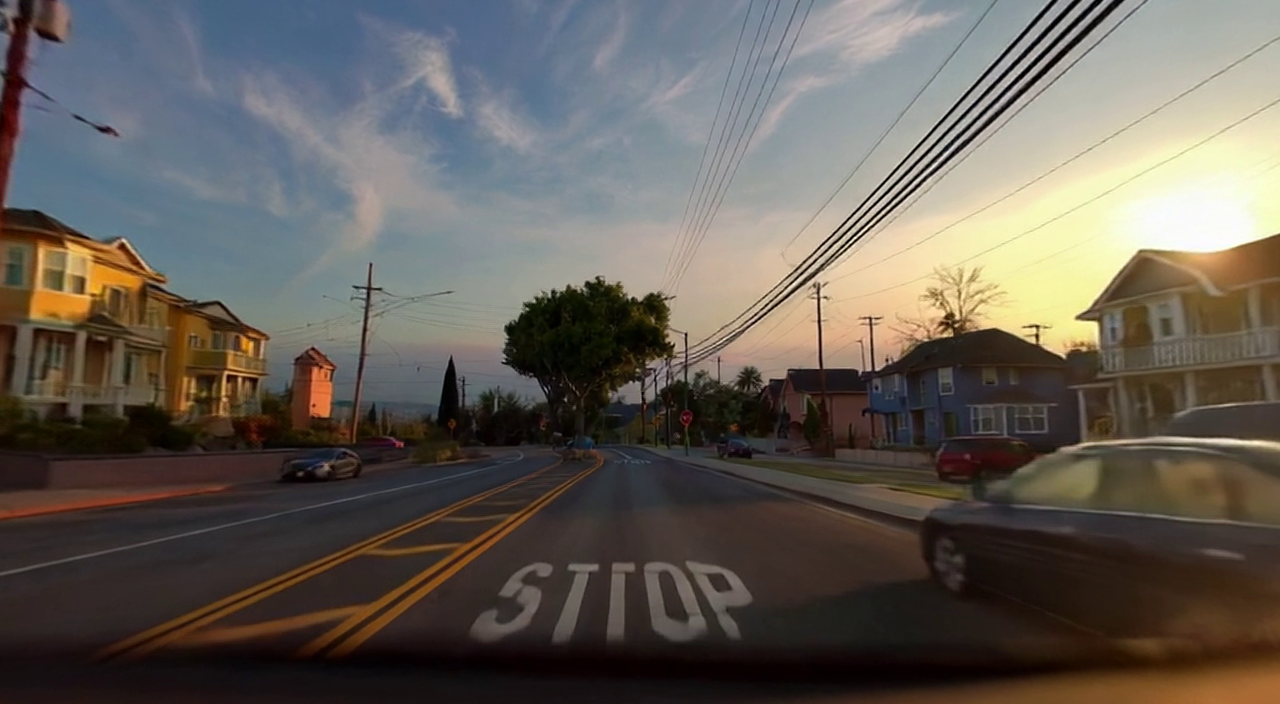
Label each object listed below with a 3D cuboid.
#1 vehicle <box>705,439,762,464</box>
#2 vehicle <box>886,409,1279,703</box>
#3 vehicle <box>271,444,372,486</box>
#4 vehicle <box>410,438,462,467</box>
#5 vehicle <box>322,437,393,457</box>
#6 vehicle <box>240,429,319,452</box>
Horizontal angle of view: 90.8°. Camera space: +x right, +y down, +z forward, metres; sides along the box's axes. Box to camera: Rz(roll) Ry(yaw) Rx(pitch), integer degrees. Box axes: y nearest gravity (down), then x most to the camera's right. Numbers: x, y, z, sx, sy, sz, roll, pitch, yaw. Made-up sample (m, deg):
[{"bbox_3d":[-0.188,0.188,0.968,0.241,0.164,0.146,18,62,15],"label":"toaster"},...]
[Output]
[{"bbox_3d":[5.892,6.332,40.394,2.081,1.496,4.490,2,-8,-14],"label":"vehicle"},{"bbox_3d":[3.339,1.095,3.472,1.917,1.434,4.733,0,-8,-2],"label":"vehicle"},{"bbox_3d":[-12.593,4.454,25.375,1.957,1.459,4.913,1,-8,-6],"label":"vehicle"},{"bbox_3d":[-13.424,6.607,41.936,1.940,1.789,5.086,0,-8,-2],"label":"vehicle"},{"bbox_3d":[-22.066,7.441,49.509,4.647,1.515,2.009,1,-8,-6],"label":"vehicle"},{"bbox_3d":[-27.732,6.842,48.750,4.842,1.690,1.938,1,-8,-9],"label":"vehicle"}]
